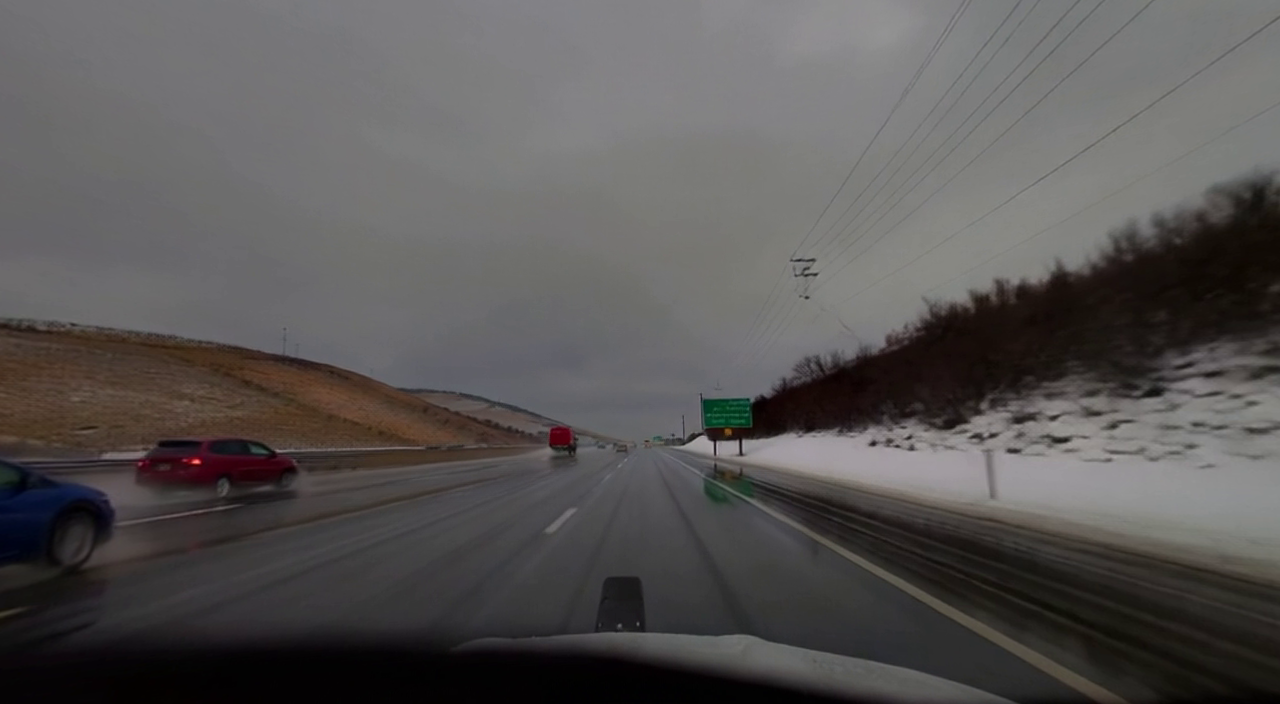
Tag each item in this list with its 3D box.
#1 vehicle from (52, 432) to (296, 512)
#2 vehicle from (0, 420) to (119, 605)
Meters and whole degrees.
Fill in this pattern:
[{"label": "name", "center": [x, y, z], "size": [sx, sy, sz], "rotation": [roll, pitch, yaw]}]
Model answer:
[{"label": "vehicle", "center": [-10.642, 2.749, 15.023], "size": [1.971, 1.558, 4.847], "rotation": [0, -8, 2]}, {"label": "vehicle", "center": [-6.184, 1.097, 3.820], "size": [1.955, 1.469, 4.554], "rotation": [0, -8, 4]}]
